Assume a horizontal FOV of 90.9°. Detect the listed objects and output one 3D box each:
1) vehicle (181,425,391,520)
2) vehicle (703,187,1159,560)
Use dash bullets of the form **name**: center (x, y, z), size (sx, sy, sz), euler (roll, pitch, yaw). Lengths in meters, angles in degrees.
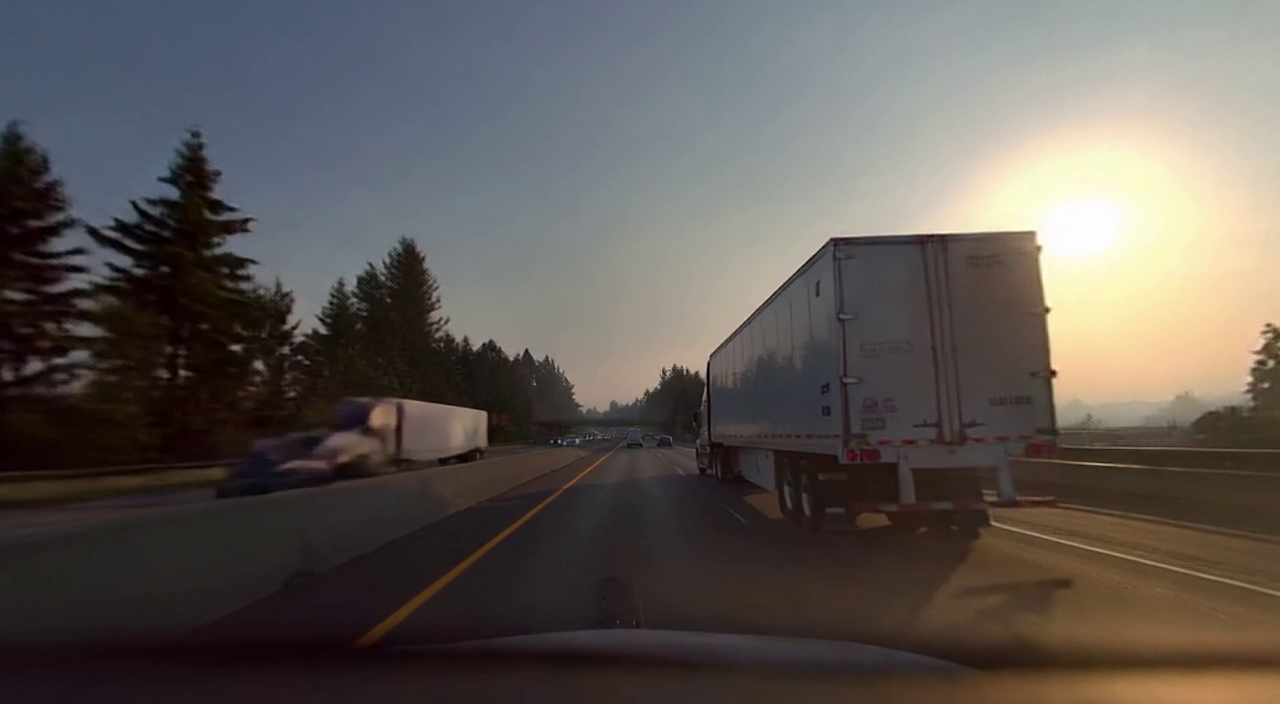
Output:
- **vehicle**: center (-7.918, 2.680, 14.802), size (2.346, 1.838, 4.576), euler (1, -7, -2)
- **vehicle**: center (3.698, 1.082, 13.598), size (3.038, 3.975, 13.887), euler (0, -8, -1)
